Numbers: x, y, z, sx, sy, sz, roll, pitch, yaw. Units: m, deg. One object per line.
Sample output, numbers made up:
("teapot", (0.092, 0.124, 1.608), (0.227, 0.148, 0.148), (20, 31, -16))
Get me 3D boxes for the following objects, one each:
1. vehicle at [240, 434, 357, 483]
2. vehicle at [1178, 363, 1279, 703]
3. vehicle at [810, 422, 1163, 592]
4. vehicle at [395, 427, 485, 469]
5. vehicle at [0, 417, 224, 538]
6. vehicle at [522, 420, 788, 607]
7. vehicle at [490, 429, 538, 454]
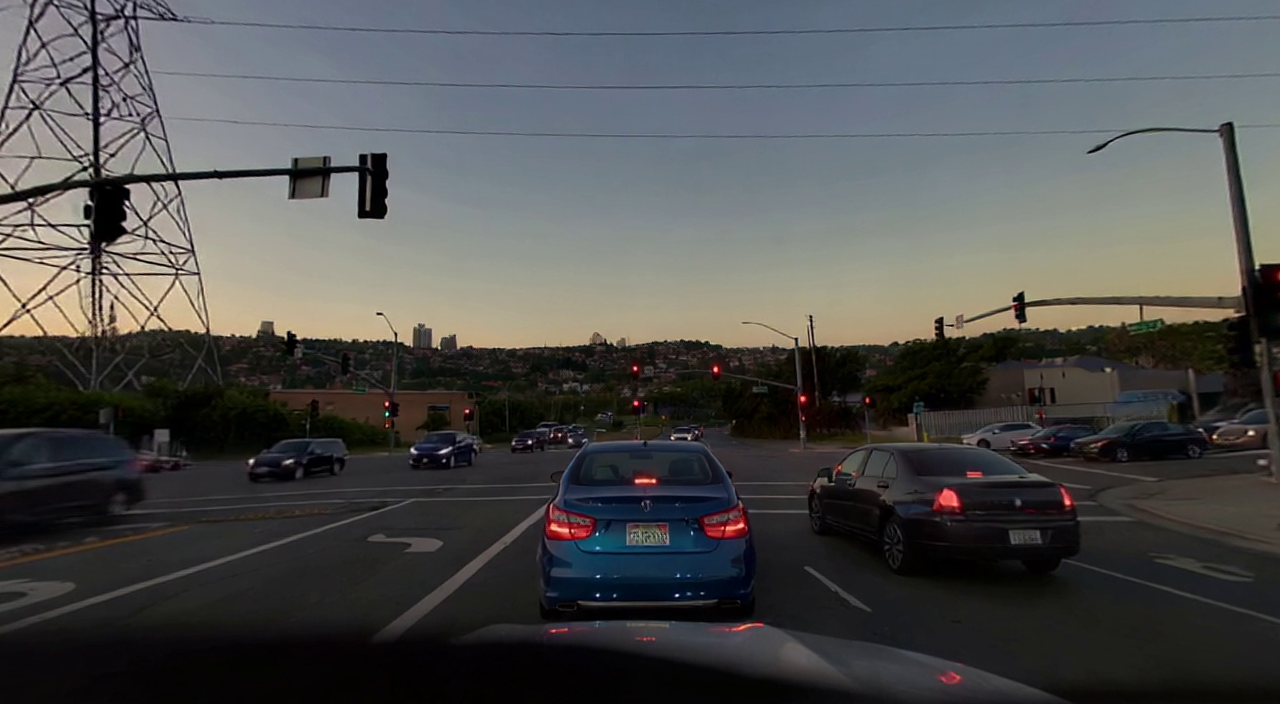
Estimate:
("vehicle", (-13.408, 4.206, 25.150), (1.939, 1.727, 4.695), (-1, -8, 2))
("vehicle", (3.406, 0.587, 0.625), (1.926, 1.614, 4.330), (0, -8, 1))
("vehicle", (3.645, 1.681, 7.720), (1.835, 1.473, 4.190), (0, -8, -2))
("vehicle", (-9.491, 4.652, 30.502), (2.161, 1.818, 5.672), (-1, -8, 4))
("vehicle", (-10.230, 2.065, 10.784), (2.269, 1.716, 5.700), (0, -8, 1))
("vehicle", (0.105, 1.594, 7.124), (2.117, 1.474, 4.036), (0, -8, 0))
("vehicle", (-9.192, 6.611, 46.425), (2.239, 1.719, 4.948), (-1, -8, 4))
